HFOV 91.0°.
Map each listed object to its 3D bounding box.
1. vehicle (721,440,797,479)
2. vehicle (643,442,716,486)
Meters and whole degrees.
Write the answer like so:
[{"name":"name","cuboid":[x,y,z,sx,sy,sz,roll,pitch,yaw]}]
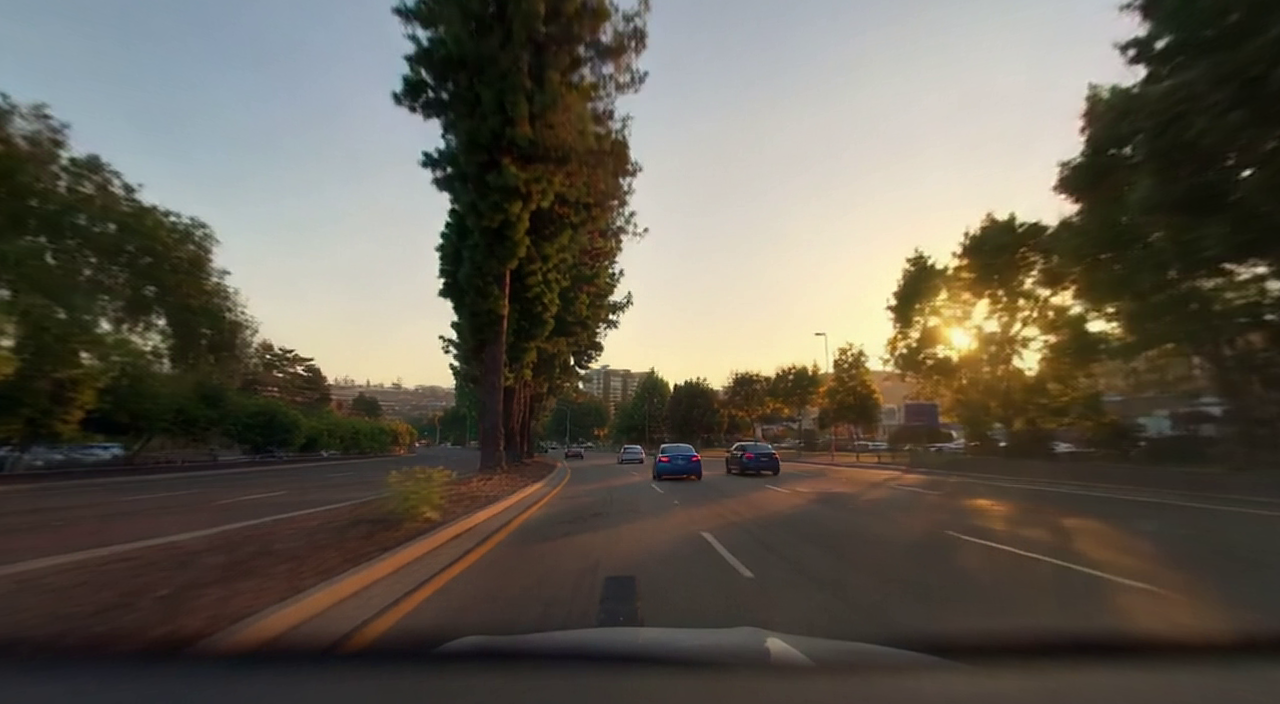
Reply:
[{"name":"vehicle","cuboid":[4.866,4.459,26.385,1.901,1.474,4.363,0,-9,-6]},{"name":"vehicle","cuboid":[1.376,4.132,23.646,2.077,1.464,4.134,0,-9,-6]}]
